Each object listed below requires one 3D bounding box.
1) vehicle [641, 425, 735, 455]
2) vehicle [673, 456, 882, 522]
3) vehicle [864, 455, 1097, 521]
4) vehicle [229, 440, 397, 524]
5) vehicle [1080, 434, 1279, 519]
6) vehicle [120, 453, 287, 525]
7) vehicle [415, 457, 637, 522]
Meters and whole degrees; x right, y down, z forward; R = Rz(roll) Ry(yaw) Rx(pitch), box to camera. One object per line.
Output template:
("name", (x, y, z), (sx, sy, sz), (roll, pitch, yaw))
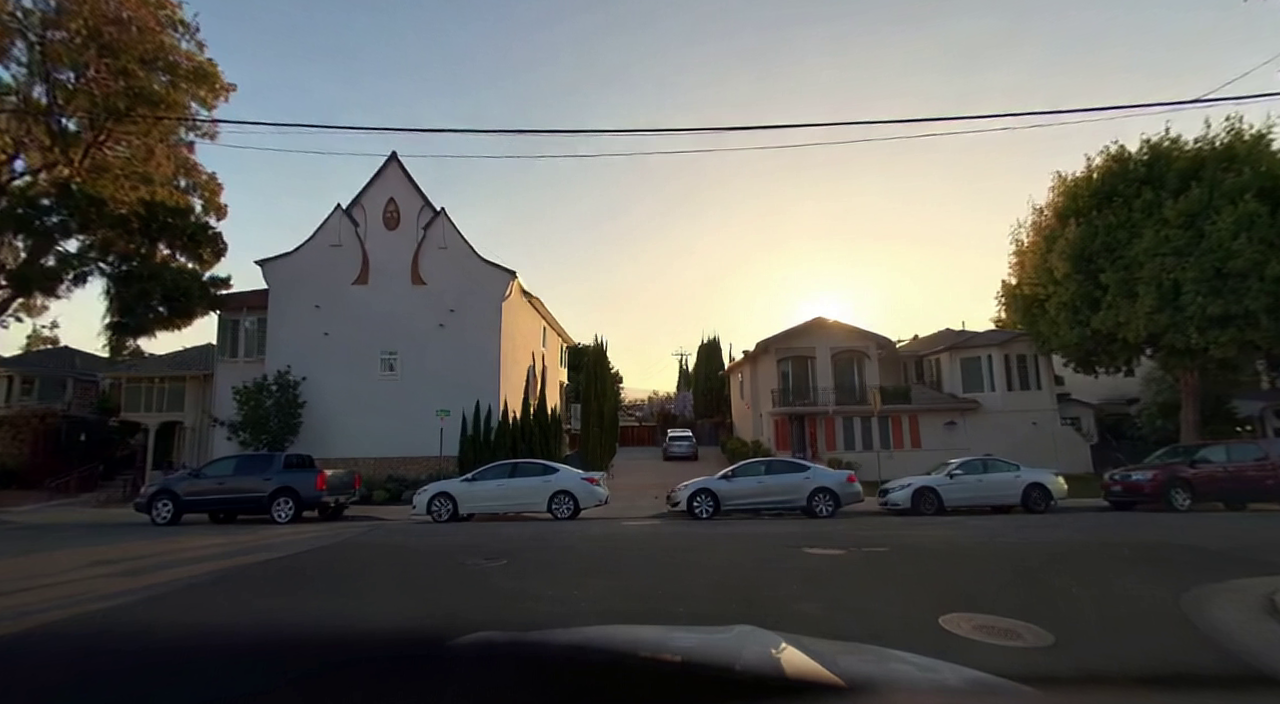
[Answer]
("vehicle", (2.347, 4.424, 31.638), (4.565, 1.479, 1.775), (0, -9, -2))
("vehicle", (3.180, 3.277, 15.303), (4.663, 1.452, 1.801), (0, -9, 0))
("vehicle", (8.321, 3.320, 15.647), (4.785, 1.471, 1.798), (0, -9, -4))
("vehicle", (-8.640, 3.423, 17.252), (2.046, 1.969, 4.585), (0, -8, 1))
("vehicle", (14.492, 3.113, 16.160), (4.513, 1.970, 2.512), (0, -9, -4))
("vehicle", (-11.631, 3.627, 17.180), (1.827, 1.648, 4.030), (1, -9, -4))
("vehicle", (-2.611, 3.309, 15.390), (5.075, 1.436, 1.863), (0, -9, 0))
